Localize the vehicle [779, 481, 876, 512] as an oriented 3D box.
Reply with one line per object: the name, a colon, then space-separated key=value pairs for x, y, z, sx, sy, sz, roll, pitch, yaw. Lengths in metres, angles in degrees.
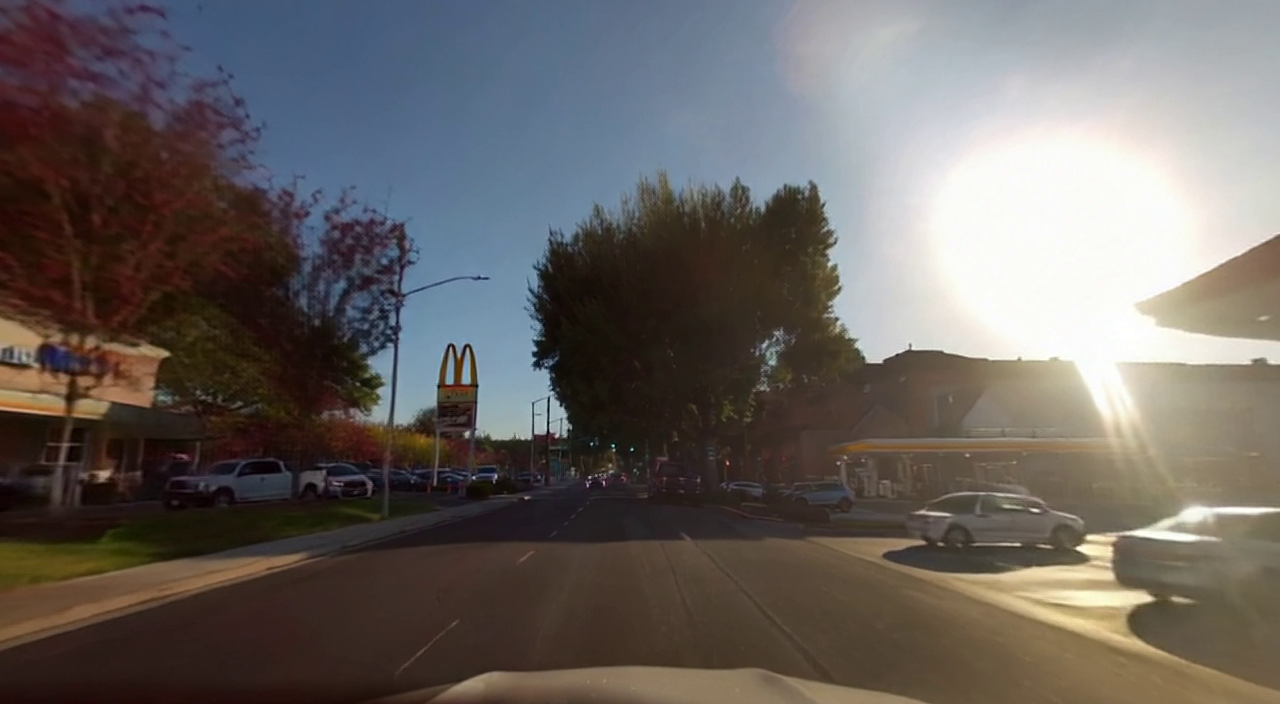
vehicle: x=9.082 y=7.022 z=30.717 sx=4.123 sy=1.446 sz=1.807 roll=0 pitch=-11 yaw=-3

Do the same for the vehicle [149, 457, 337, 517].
vehicle: x=-12.416 y=4.226 z=19.930 sx=4.575 sy=1.641 sz=2.006 roll=10 pitch=-15 yaw=-43

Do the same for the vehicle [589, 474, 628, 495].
vehicle: x=-2.249 y=9.689 z=46.337 sx=1.993 sy=1.454 sz=3.810 roll=-2 pitch=-11 yaw=11

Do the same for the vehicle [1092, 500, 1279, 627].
vehicle: x=9.371 y=2.909 z=9.011 sx=4.316 sy=1.462 sz=1.921 roll=0 pitch=-11 yaw=-2

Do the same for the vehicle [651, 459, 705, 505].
vehicle: x=1.791 y=6.551 z=31.898 sx=2.153 sy=2.074 sz=5.188 roll=1 pitch=-11 yaw=-3

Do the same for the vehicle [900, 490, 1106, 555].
vehicle: x=9.283 y=4.380 z=16.390 sx=4.169 sy=1.474 sz=1.850 roll=0 pitch=-11 yaw=-1
